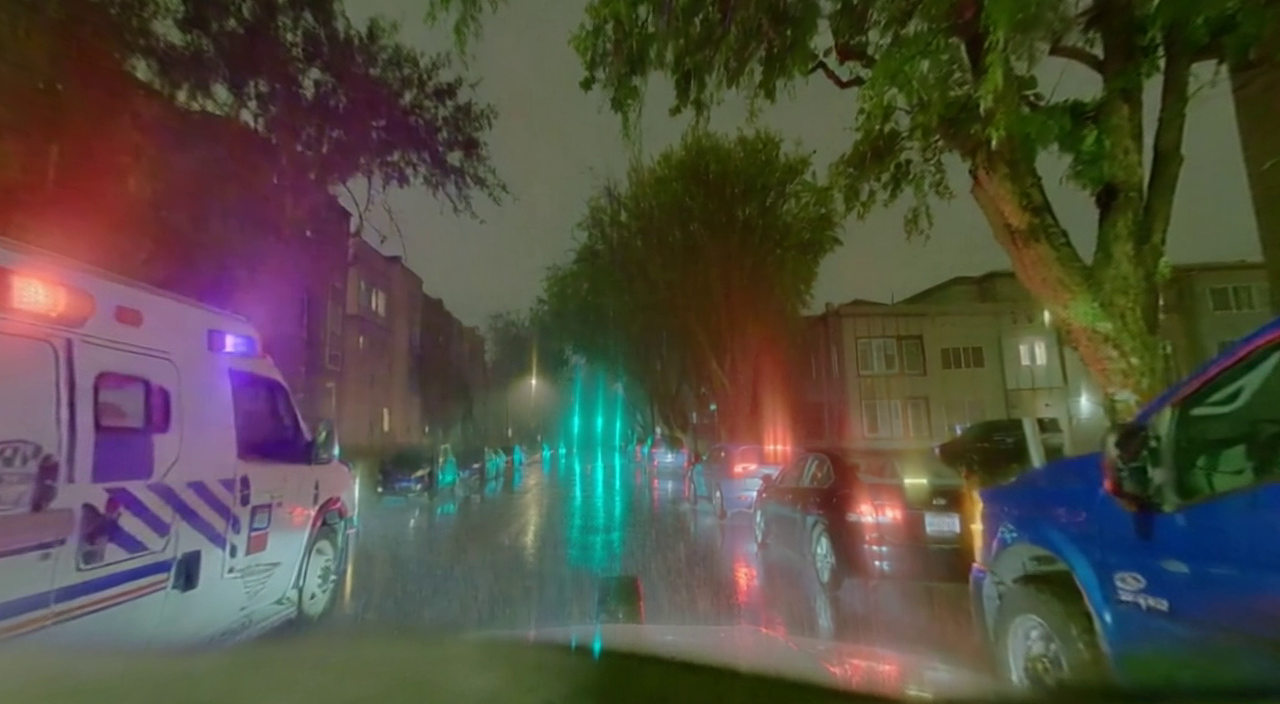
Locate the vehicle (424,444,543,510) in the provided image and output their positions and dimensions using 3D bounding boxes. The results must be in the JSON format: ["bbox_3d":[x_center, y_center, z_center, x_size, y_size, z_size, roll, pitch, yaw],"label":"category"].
[{"bbox_3d":[-3.982,3.230,16.936,1.966,1.515,4.394,0,-8,1],"label":"vehicle"}]

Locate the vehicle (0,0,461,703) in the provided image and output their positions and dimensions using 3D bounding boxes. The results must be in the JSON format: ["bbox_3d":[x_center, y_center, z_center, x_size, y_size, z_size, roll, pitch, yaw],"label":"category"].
[{"bbox_3d":[-2.657,0.204,1.326,2.705,2.859,6.875,0,-8,-2],"label":"vehicle"}]

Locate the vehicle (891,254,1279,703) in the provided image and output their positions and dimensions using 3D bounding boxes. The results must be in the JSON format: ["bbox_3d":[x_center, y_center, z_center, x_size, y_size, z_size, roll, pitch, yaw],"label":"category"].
[{"bbox_3d":[2.669,0.534,0.580,2.369,1.761,5.836,0,-8,-1],"label":"vehicle"}]

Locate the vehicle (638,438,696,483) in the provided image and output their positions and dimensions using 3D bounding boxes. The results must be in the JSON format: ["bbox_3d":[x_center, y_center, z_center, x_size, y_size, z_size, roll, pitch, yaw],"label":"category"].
[{"bbox_3d":[1.026,4.425,26.034,1.878,1.664,4.033,1,-8,-5],"label":"vehicle"}]
